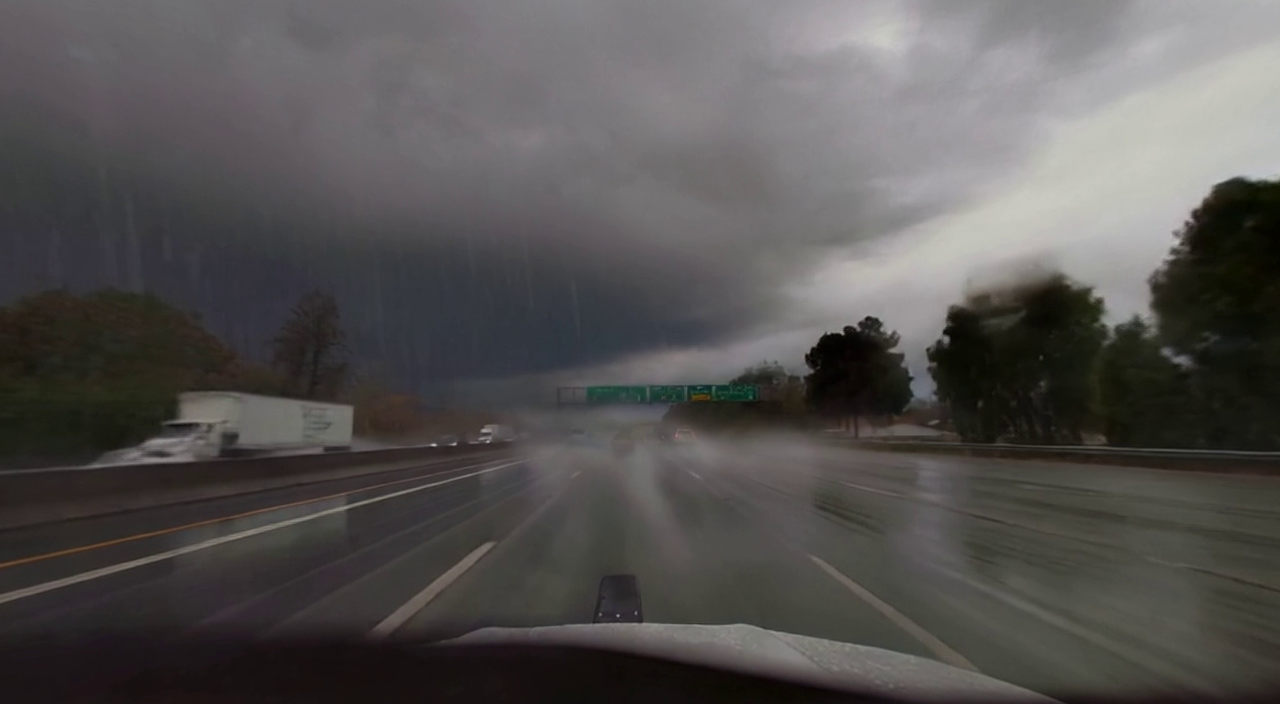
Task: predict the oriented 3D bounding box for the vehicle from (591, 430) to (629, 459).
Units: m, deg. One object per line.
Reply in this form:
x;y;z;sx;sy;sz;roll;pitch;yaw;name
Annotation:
-1.793;5.478;37.454;2.119;1.629;3.946;0;-8;-2;vehicle

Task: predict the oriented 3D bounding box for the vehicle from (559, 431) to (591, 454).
-4.904;6.917;47.936;2.046;1.658;4.008;0;-8;-1;vehicle

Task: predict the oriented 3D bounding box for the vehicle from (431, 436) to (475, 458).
-14.080;7.147;47.560;1.969;1.572;4.308;0;-8;0;vehicle

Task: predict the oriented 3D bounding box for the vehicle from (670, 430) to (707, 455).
3.276;6.242;43.523;2.066;1.673;4.225;0;-8;-2;vehicle

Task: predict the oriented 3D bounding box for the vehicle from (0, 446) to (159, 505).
-16.991;3.622;18.931;1.800;1.497;4.109;0;-8;-1;vehicle

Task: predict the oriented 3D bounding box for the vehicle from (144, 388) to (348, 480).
-21.102;4.658;35.572;2.956;4.110;14.125;0;-8;-2;vehicle
